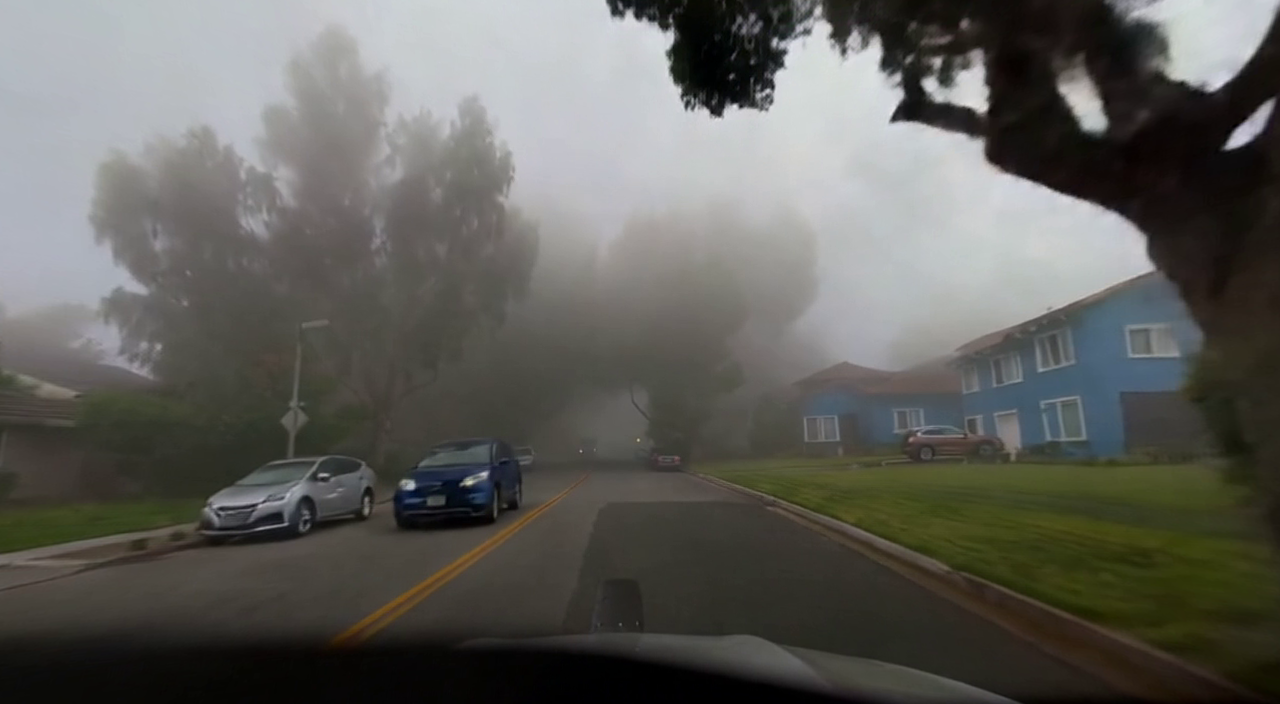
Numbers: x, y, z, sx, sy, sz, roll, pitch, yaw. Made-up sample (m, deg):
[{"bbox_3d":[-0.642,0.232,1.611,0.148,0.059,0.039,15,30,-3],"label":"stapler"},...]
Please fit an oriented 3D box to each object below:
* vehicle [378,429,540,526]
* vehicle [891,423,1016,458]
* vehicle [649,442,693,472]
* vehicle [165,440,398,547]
[{"bbox_3d":[-3.566,2.540,13.438,2.106,1.688,4.392,0,-8,0],"label":"vehicle"},{"bbox_3d":[13.284,3.794,27.050,4.370,1.433,1.889,-2,-8,12],"label":"vehicle"},{"bbox_3d":[1.668,5.811,35.295,1.996,1.516,4.122,0,-8,-4],"label":"vehicle"},{"bbox_3d":[-6.483,2.536,12.141,2.031,1.662,4.194,0,-8,0],"label":"vehicle"}]
